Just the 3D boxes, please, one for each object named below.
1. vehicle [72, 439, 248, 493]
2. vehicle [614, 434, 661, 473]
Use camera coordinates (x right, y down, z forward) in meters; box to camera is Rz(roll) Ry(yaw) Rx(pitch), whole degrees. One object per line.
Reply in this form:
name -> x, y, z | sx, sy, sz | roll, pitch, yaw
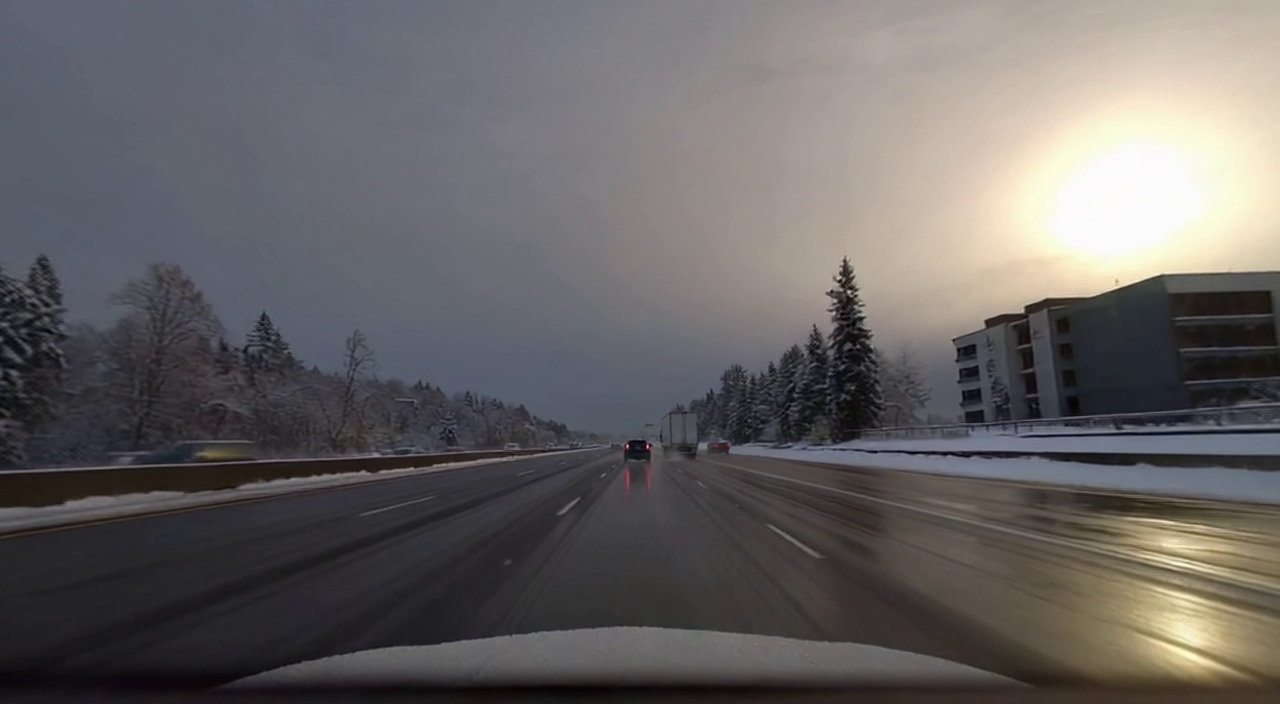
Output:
vehicle -> -17.907, 4.256, 24.091 | 2.226, 1.790, 5.699 | 0, -8, 0
vehicle -> -0.171, 5.375, 33.621 | 2.297, 1.912, 4.355 | 0, -8, -1
